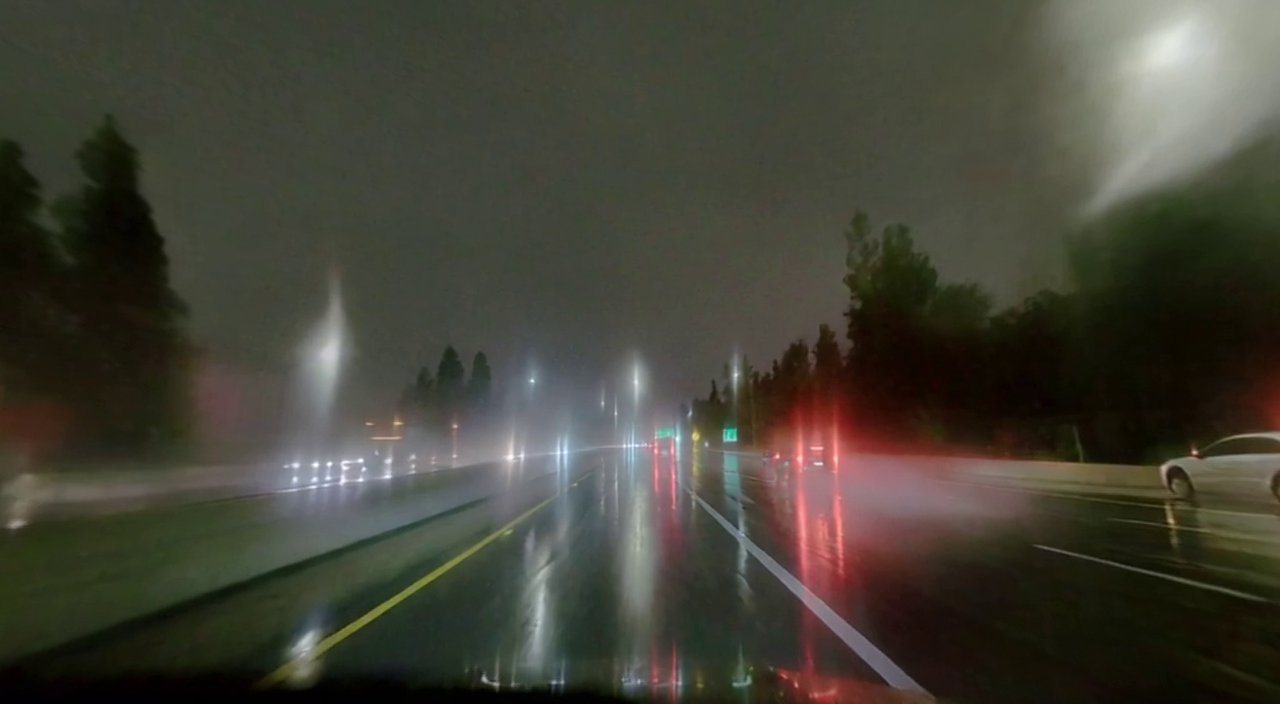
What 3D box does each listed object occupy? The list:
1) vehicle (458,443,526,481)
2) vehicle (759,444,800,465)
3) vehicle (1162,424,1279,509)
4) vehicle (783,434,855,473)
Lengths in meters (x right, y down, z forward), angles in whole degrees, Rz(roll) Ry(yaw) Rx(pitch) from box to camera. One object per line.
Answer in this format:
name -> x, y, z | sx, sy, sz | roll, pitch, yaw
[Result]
vehicle -> -8.283, 6.192, 35.926 | 2.444, 1.910, 5.566 | 0, -8, 1
vehicle -> 10.093, 7.423, 45.985 | 1.931, 1.479, 4.183 | 0, -9, -2
vehicle -> 13.943, 2.402, 13.355 | 1.957, 1.709, 4.387 | 0, -9, -1
vehicle -> 8.933, 5.117, 31.964 | 2.098, 1.820, 4.505 | 0, -9, -3
